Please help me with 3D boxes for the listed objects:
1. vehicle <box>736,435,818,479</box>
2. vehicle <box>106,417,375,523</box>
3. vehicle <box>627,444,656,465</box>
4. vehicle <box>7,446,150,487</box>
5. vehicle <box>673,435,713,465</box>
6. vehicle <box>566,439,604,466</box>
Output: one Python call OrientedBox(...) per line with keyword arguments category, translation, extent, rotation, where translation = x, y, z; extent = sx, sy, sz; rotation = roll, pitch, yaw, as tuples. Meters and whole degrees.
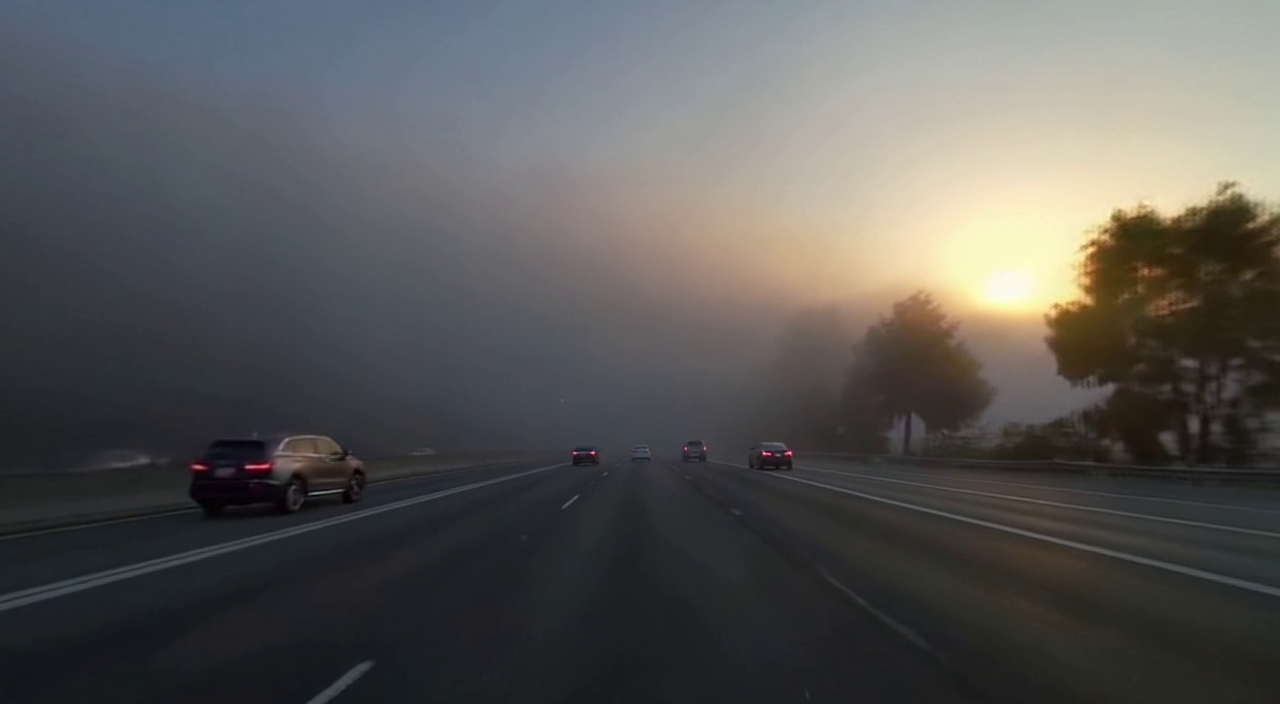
OrientedBox(category="vehicle", translation=(5.598, 4.360, 26.428), extent=(2.196, 1.659, 4.451), rotation=(0, -8, -3))
OrientedBox(category="vehicle", translation=(-7.906, 2.395, 13.391), extent=(2.199, 1.781, 5.271), rotation=(0, -8, 1))
OrientedBox(category="vehicle", translation=(0.106, 7.553, 46.797), extent=(2.050, 1.452, 3.917), rotation=(0, -8, 0))
OrientedBox(category="vehicle", translation=(-22.617, 4.589, 25.662), extent=(1.926, 1.487, 4.171), rotation=(-1, -8, 1))
OrientedBox(category="vehicle", translation=(3.680, 6.916, 44.690), extent=(2.348, 1.991, 5.460), rotation=(0, -8, 0))
OrientedBox(category="vehicle", translation=(-3.790, 6.999, 44.044), extent=(2.118, 1.750, 4.875), rotation=(0, -8, 1))
